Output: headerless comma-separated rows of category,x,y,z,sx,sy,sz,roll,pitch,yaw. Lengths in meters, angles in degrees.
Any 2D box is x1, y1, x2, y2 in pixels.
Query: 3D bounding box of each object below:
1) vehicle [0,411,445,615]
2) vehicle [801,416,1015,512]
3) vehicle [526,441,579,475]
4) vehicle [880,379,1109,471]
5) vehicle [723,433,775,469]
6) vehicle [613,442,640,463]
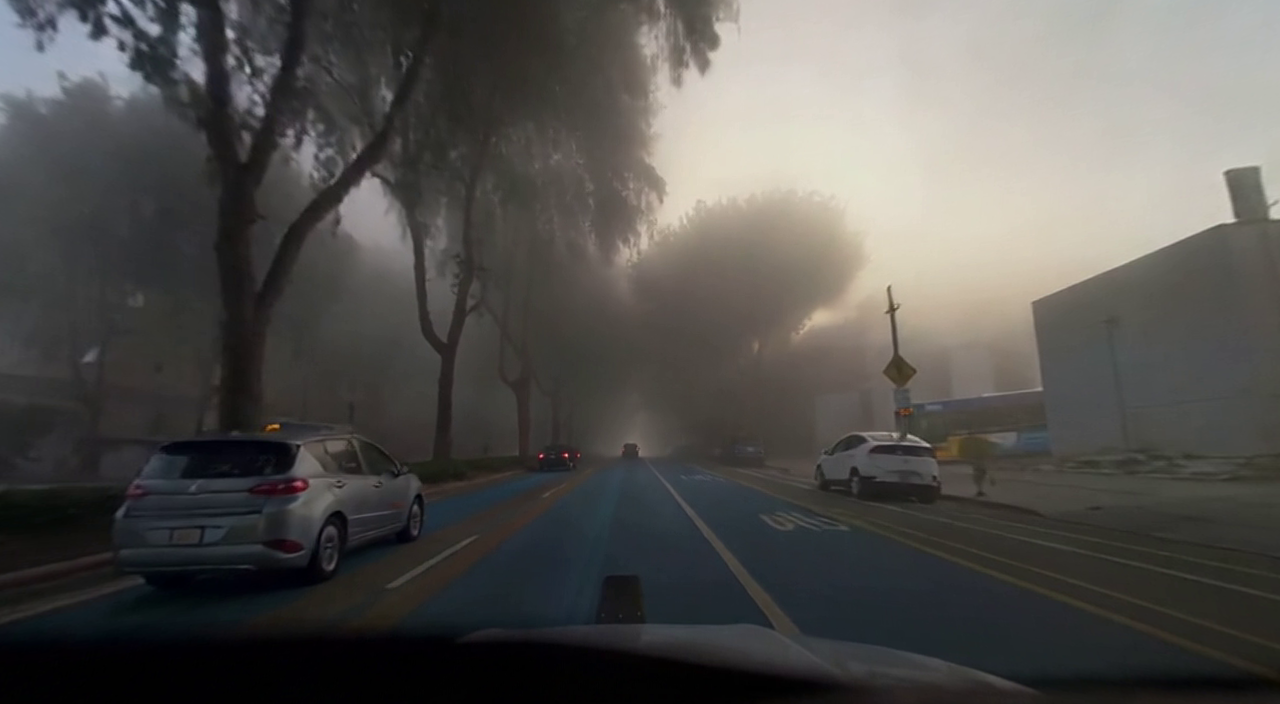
vehicle,-3.870,1.554,7.075,1.995,1.524,4.438,0,-9,0
vehicle,5.913,2.601,15.193,2.390,1.816,6.050,0,-9,-1
vehicle,-4.118,5.063,30.424,1.934,1.522,4.287,0,-9,0
vehicle,14.816,3.095,26.890,7.722,2.908,3.067,-6,-7,-4
vehicle,5.868,5.417,34.597,1.945,1.829,4.305,0,-9,-2
vehicle,-1.020,7.589,47.814,1.999,1.520,3.896,0,-9,-1
